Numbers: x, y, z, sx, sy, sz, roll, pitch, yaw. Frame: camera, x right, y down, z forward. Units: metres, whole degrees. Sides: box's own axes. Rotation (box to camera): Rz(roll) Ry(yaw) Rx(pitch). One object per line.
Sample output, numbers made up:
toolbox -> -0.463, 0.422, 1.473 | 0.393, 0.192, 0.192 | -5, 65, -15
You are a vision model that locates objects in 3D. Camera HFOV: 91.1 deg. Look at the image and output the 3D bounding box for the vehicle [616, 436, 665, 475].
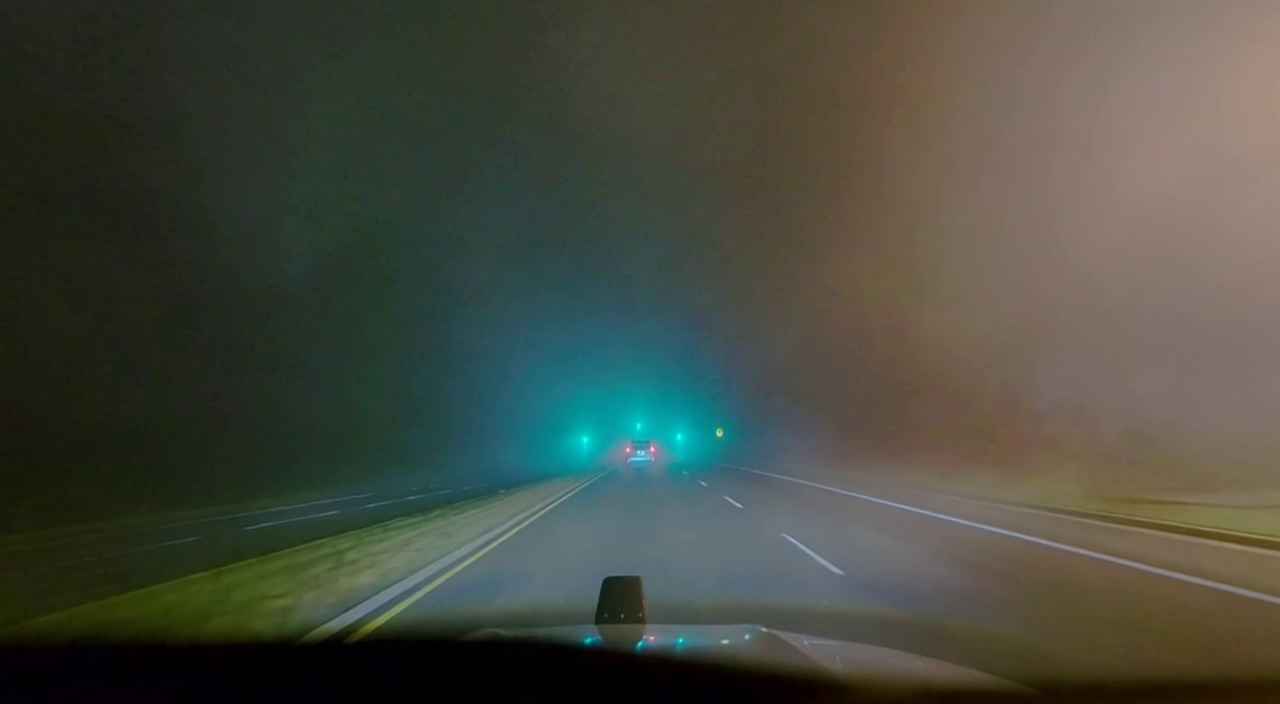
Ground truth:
vehicle -> 0.018, 5.056, 30.858 | 2.256, 1.734, 4.176 | 0, -8, 0
